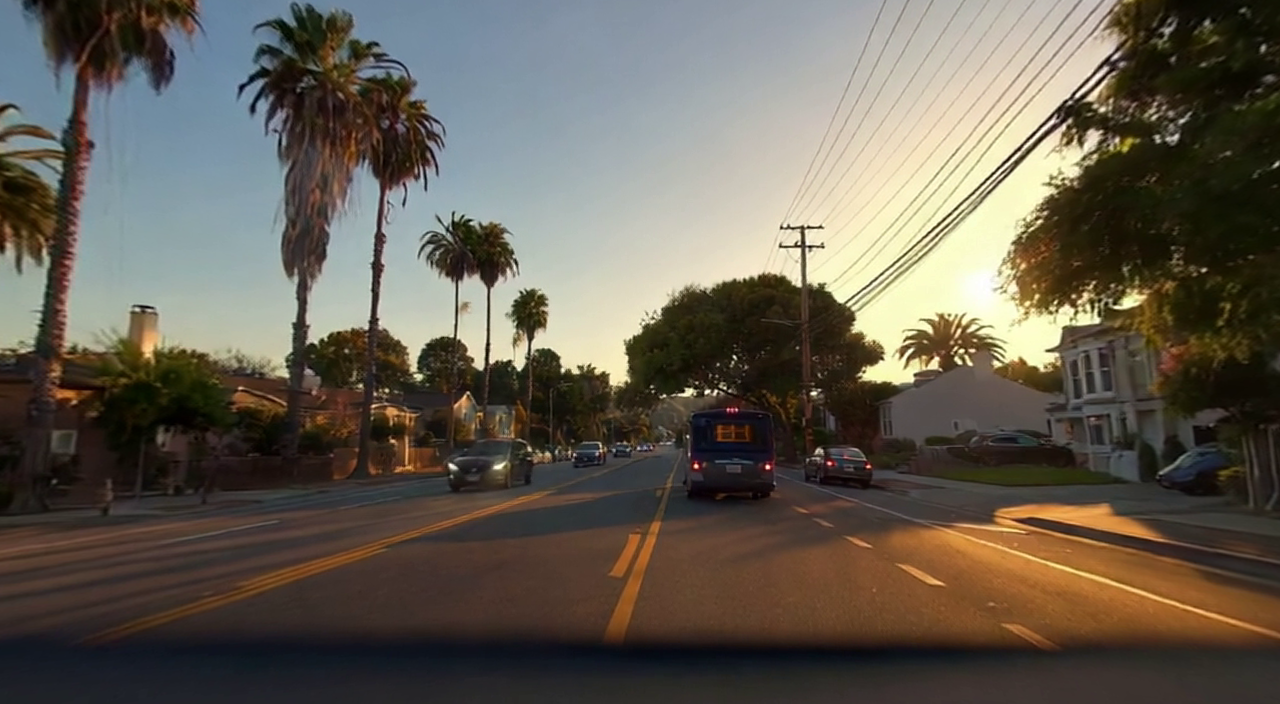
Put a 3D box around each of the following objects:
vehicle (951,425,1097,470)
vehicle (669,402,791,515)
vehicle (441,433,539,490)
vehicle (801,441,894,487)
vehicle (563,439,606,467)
[{"bbox_3d":[16.541,4.113,27.425,4.749,1.699,2.311,-3,-6,5],"label":"vehicle"},{"bbox_3d":[1.774,2.268,13.792,2.168,2.040,4.527,-1,-8,3],"label":"vehicle"},{"bbox_3d":[-4.905,3.637,21.320,1.948,1.706,4.407,-1,-8,4],"label":"vehicle"},{"bbox_3d":[7.157,3.894,22.268,2.022,1.456,4.246,-1,-8,3],"label":"vehicle"},{"bbox_3d":[-3.378,6.196,38.886,1.965,1.653,4.251,-1,-8,4],"label":"vehicle"}]
